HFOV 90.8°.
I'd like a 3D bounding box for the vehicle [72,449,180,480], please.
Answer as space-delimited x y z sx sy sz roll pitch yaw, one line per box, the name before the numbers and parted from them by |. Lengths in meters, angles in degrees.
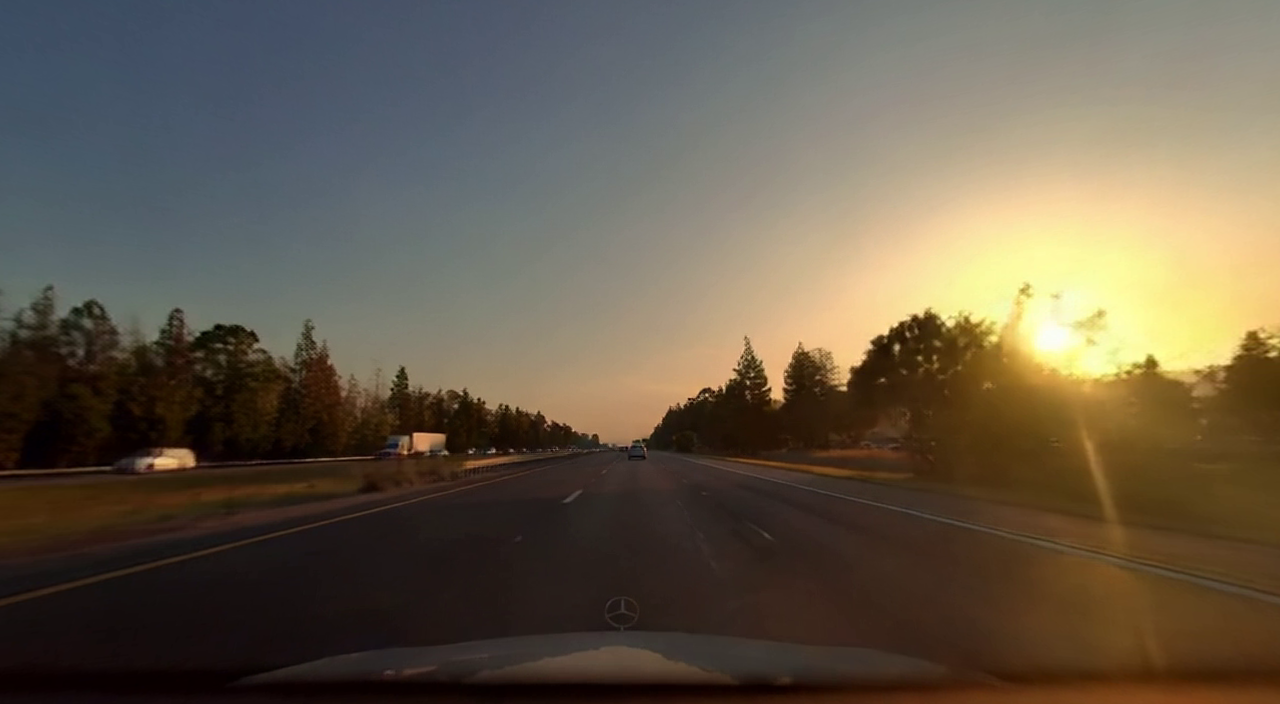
vehicle | -36.498 7.984 45.188 2.205 2.001 6.465 0 -9 0
